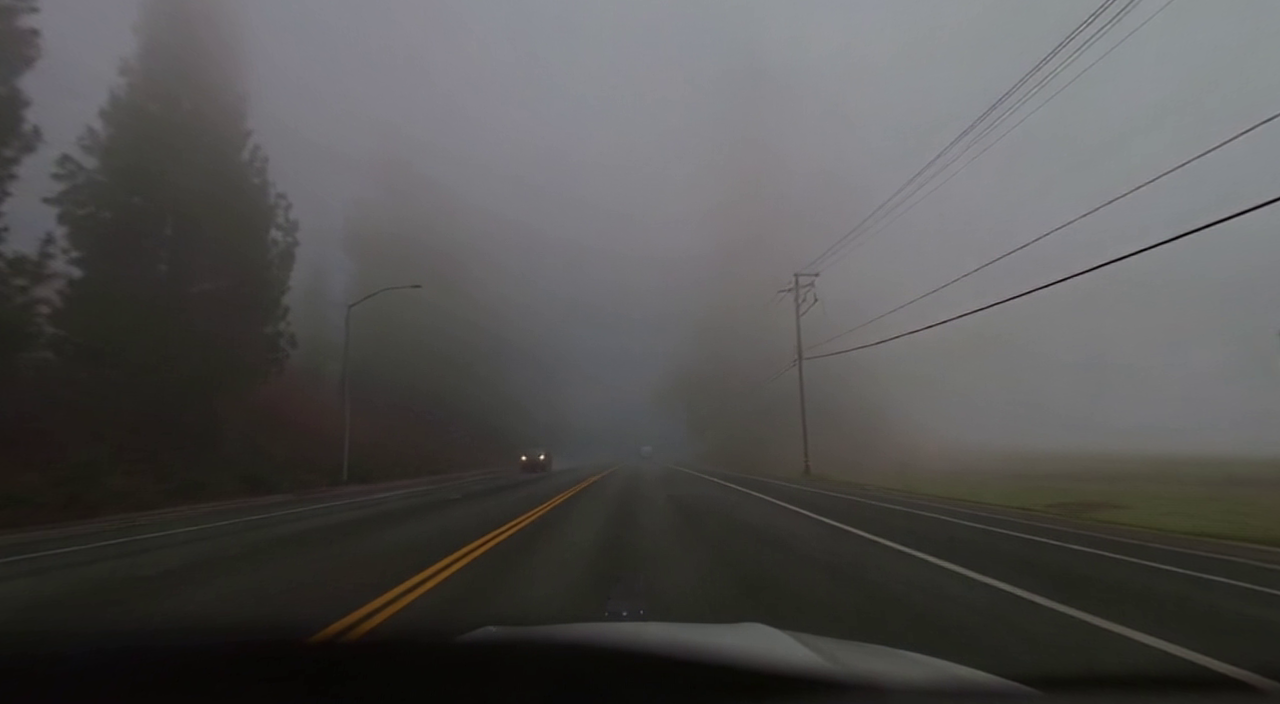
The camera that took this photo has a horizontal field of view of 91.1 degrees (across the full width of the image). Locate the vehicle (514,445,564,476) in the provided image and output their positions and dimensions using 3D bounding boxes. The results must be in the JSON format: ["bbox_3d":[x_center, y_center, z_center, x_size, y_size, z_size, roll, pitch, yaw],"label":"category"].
[{"bbox_3d":[-7.642,8.237,48.042,2.766,2.122,5.753,-1,-9,1],"label":"vehicle"}]
